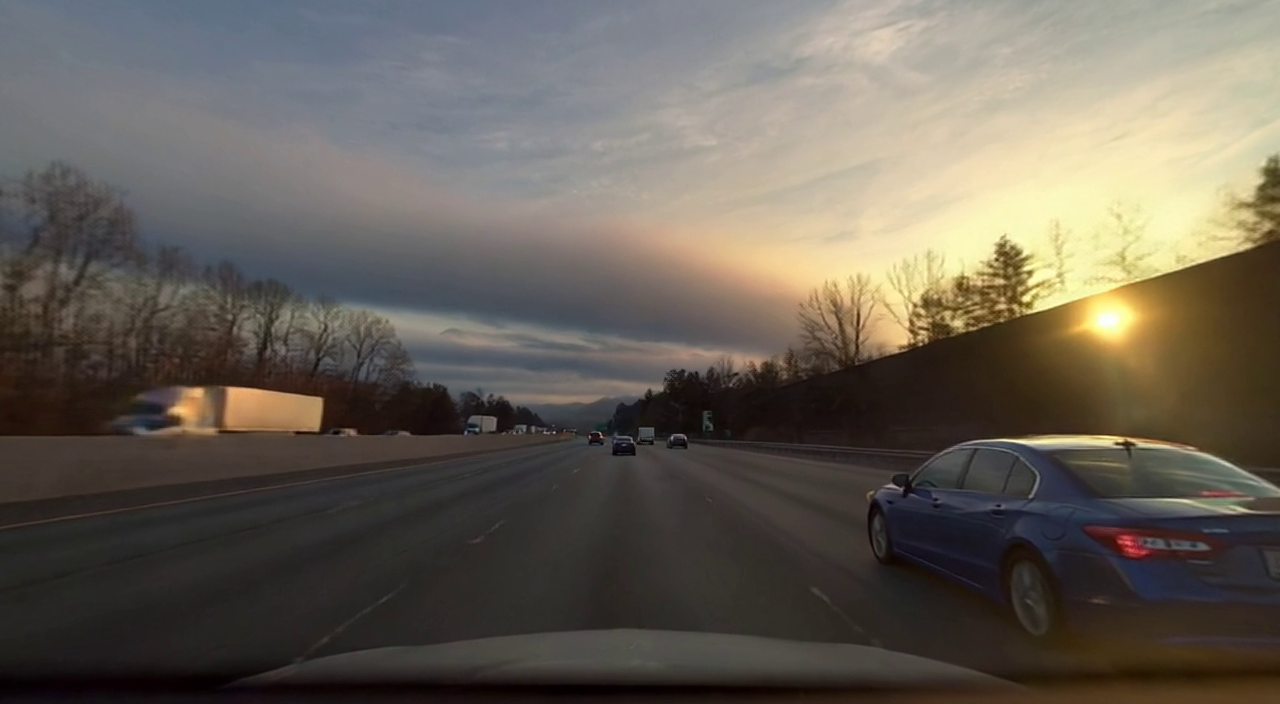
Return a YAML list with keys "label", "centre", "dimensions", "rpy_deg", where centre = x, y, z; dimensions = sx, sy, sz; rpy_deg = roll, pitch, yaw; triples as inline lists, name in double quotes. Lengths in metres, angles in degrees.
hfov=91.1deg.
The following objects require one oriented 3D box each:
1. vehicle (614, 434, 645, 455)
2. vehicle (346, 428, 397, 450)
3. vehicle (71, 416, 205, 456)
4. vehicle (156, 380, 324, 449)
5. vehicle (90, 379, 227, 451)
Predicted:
- label: "vehicle"
  centre: [-0.794, 6.676, 45.479]
  dimensions: [2.121, 1.445, 4.187]
  rpy_deg: [0, -8, -2]
- label: "vehicle"
  centre: [-18.777, 6.105, 44.183]
  dimensions: [1.804, 1.465, 4.031]
  rpy_deg: [0, -8, -1]
- label: "vehicle"
  centre: [-22.173, 3.753, 28.068]
  dimensions: [2.012, 1.606, 4.868]
  rpy_deg: [0, -8, -1]
- label: "vehicle"
  centre: [-26.889, 4.603, 43.782]
  dimensions: [2.895, 3.999, 13.938]
  rpy_deg: [0, -8, -1]
- label: "vehicle"
  centre: [-26.558, 3.616, 35.110]
  dimensions: [2.874, 3.657, 5.964]
  rpy_deg: [0, -7, -1]
